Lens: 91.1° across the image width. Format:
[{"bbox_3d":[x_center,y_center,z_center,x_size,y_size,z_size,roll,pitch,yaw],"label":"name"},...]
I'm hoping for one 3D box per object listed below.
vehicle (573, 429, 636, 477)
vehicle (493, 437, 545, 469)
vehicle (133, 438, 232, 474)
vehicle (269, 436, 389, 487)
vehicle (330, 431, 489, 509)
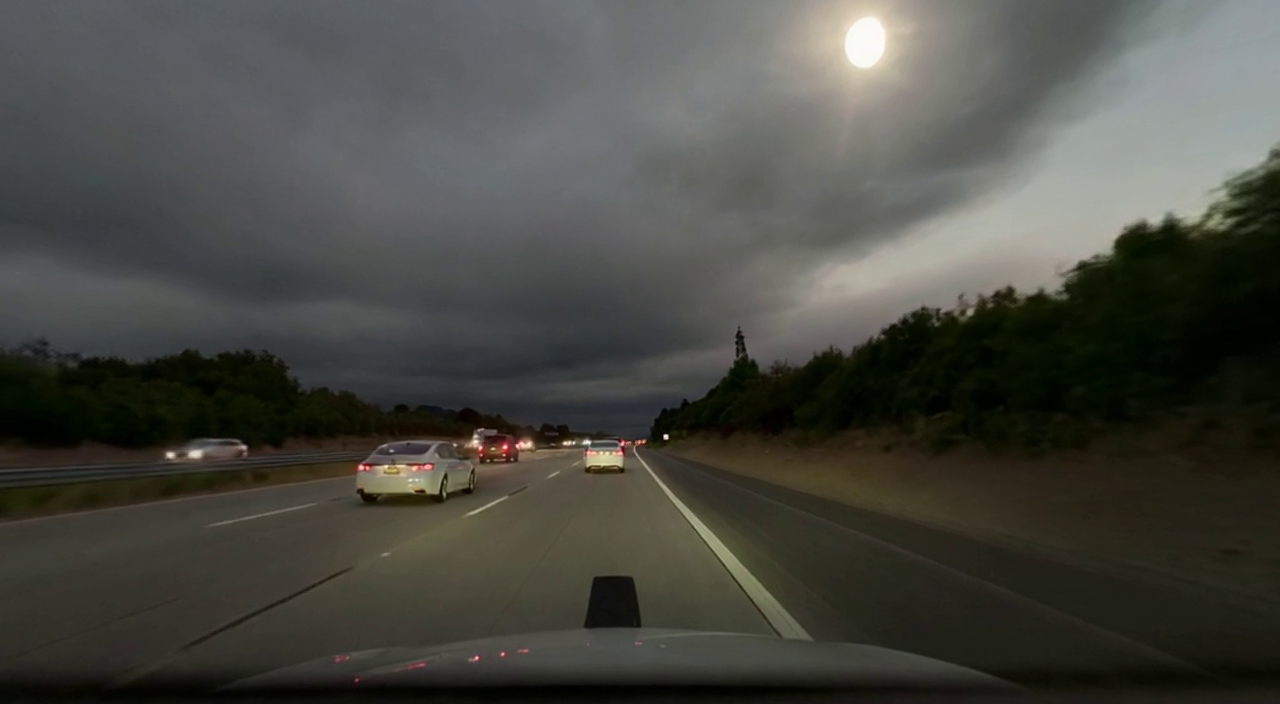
[{"bbox_3d":[-1.315,3.802,23.982,2.178,1.658,3.916,0,-8,-2],"label":"vehicle"},{"bbox_3d":[-5.845,4.881,30.707,1.835,1.432,3.835,0,-8,-1],"label":"vehicle"},{"bbox_3d":[-22.360,5.070,30.969,1.856,1.607,4.114,0,-8,-2],"label":"vehicle"},{"bbox_3d":[-9.669,3.381,19.933,1.850,1.439,3.932,0,-8,-1],"label":"vehicle"},{"bbox_3d":[-4.934,2.547,14.246,1.971,1.464,4.386,0,-8,0],"label":"vehicle"}]
